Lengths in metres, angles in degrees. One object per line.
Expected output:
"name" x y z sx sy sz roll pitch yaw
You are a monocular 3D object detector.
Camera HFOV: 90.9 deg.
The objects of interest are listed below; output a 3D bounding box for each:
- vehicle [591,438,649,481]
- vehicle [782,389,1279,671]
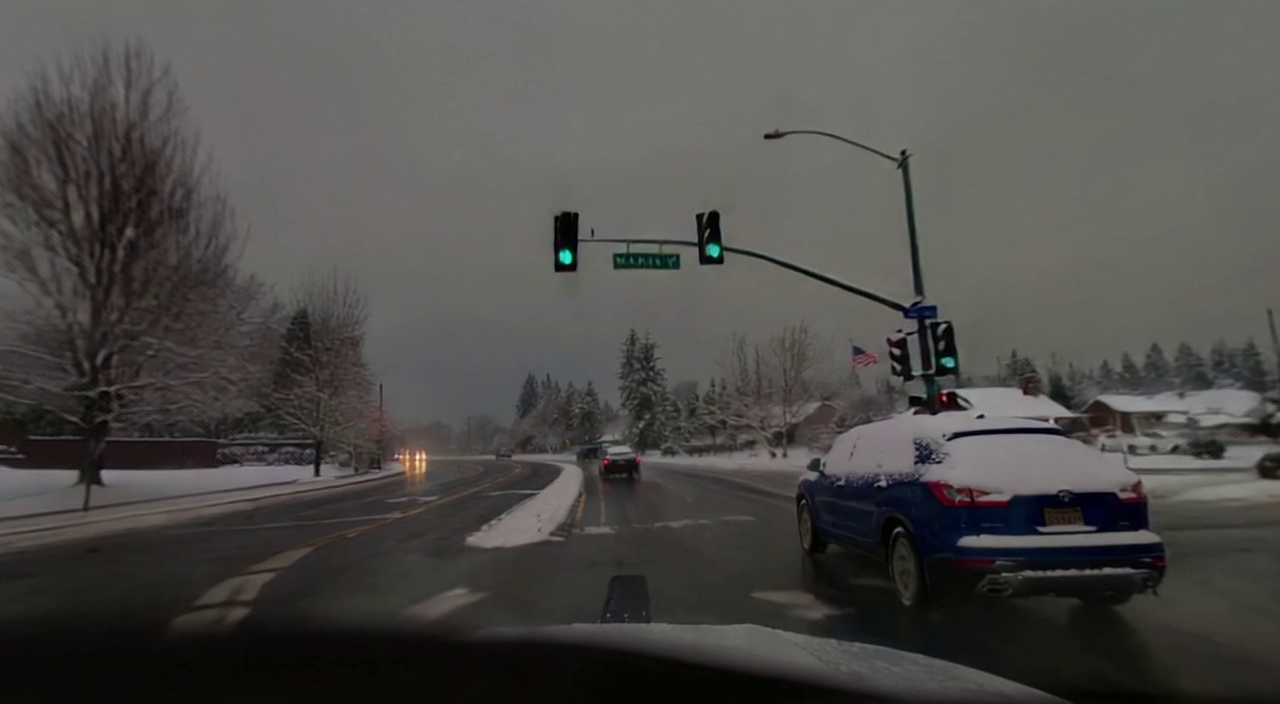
"vehicle" -1.033 4.936 29.275 2.185 1.822 4.583 1 -8 -8
"vehicle" 2.987 1.396 6.171 2.024 1.686 4.588 0 -8 -1
